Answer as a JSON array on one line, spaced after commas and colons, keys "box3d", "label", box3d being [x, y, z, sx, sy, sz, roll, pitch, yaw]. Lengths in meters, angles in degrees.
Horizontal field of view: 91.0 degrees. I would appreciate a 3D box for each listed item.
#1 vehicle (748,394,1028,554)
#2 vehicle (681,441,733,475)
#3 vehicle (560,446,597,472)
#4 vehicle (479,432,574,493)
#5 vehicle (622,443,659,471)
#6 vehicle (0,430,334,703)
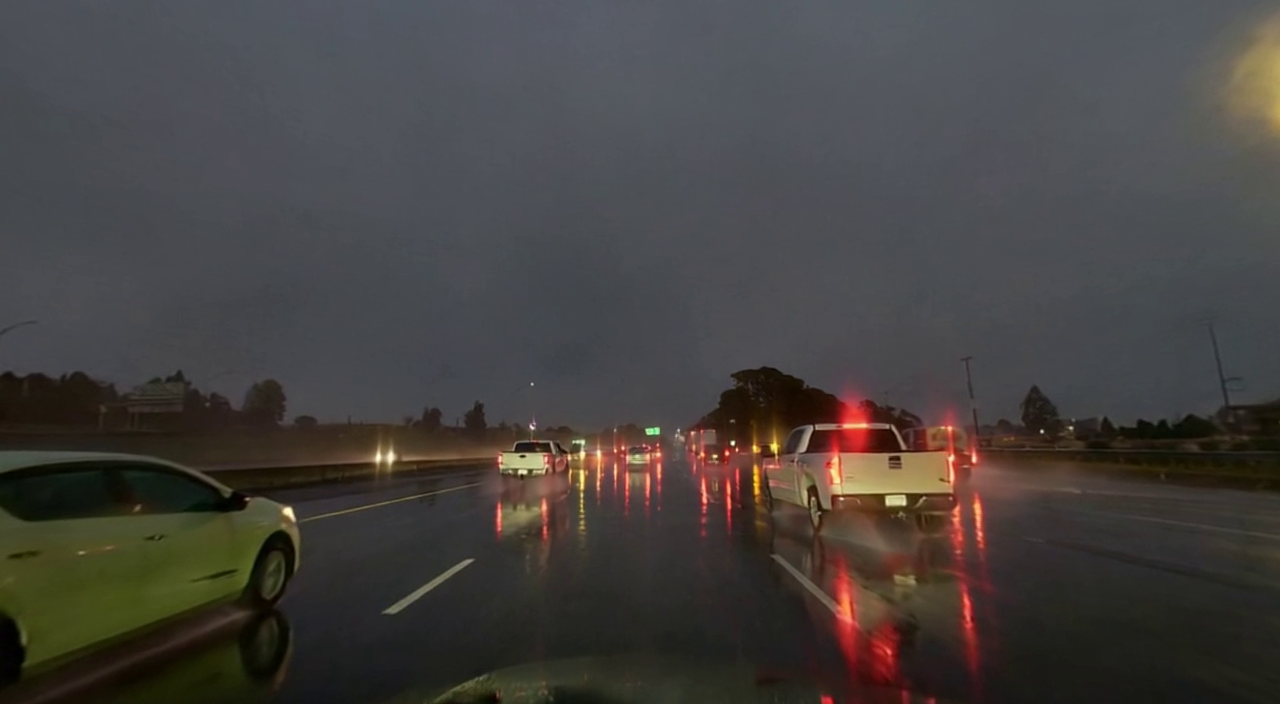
[{"box3d": [3.490, 1.898, 10.477, 2.340, 1.925, 5.529, 0, -9, -1], "label": "vehicle"}, {"box3d": [3.396, 5.501, 32.812, 2.145, 1.636, 4.437, 1, -9, -2], "label": "vehicle"}, {"box3d": [-3.688, 6.505, 38.601, 1.907, 1.484, 3.954, 0, -9, -1], "label": "vehicle"}, {"box3d": [-3.664, 3.688, 21.353, 2.176, 1.783, 4.799, 0, -9, 2], "label": "vehicle"}, {"box3d": [0.014, 6.326, 38.243, 2.147, 1.572, 4.094, 0, -9, 0], "label": "vehicle"}, {"box3d": [-3.865, 1.187, 3.646, 1.947, 1.424, 4.264, 0, -9, 1], "label": "vehicle"}]
